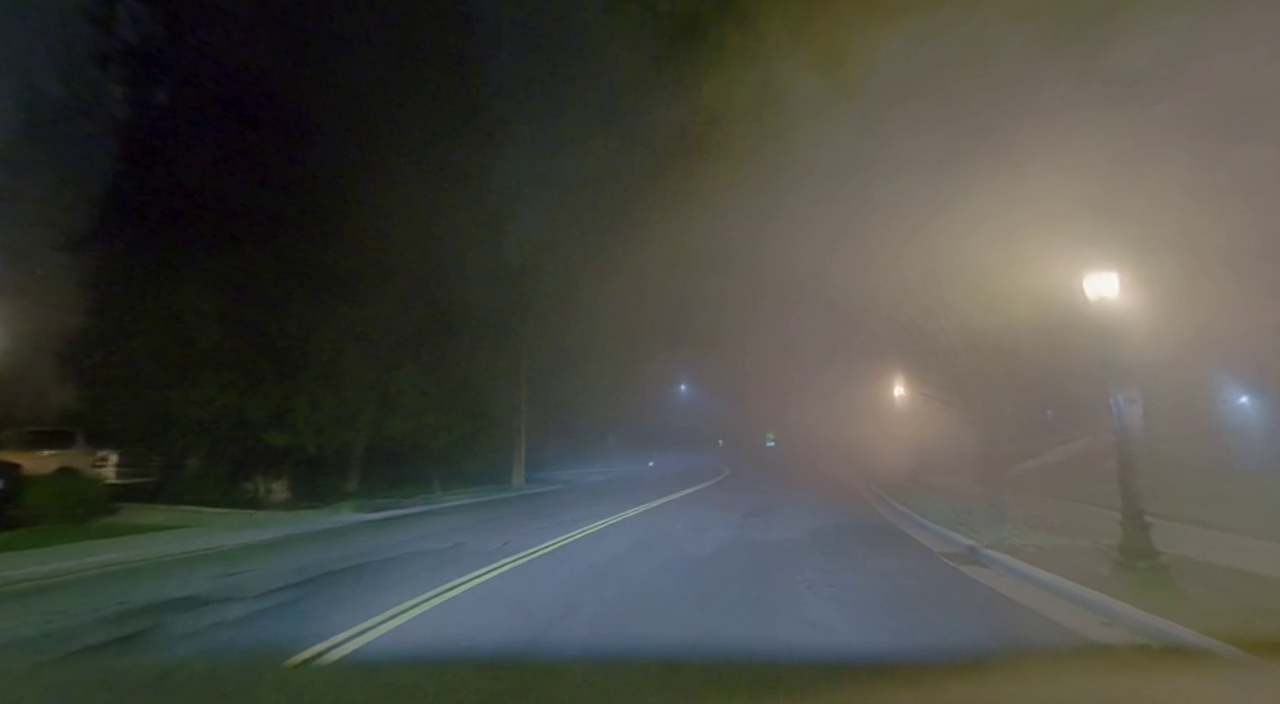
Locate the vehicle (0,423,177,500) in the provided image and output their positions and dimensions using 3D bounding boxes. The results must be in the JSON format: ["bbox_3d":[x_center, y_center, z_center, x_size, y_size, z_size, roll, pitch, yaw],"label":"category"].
[{"bbox_3d":[-15.533,2.878,16.868,4.410,1.710,2.065,5,-9,-6],"label":"vehicle"}]
